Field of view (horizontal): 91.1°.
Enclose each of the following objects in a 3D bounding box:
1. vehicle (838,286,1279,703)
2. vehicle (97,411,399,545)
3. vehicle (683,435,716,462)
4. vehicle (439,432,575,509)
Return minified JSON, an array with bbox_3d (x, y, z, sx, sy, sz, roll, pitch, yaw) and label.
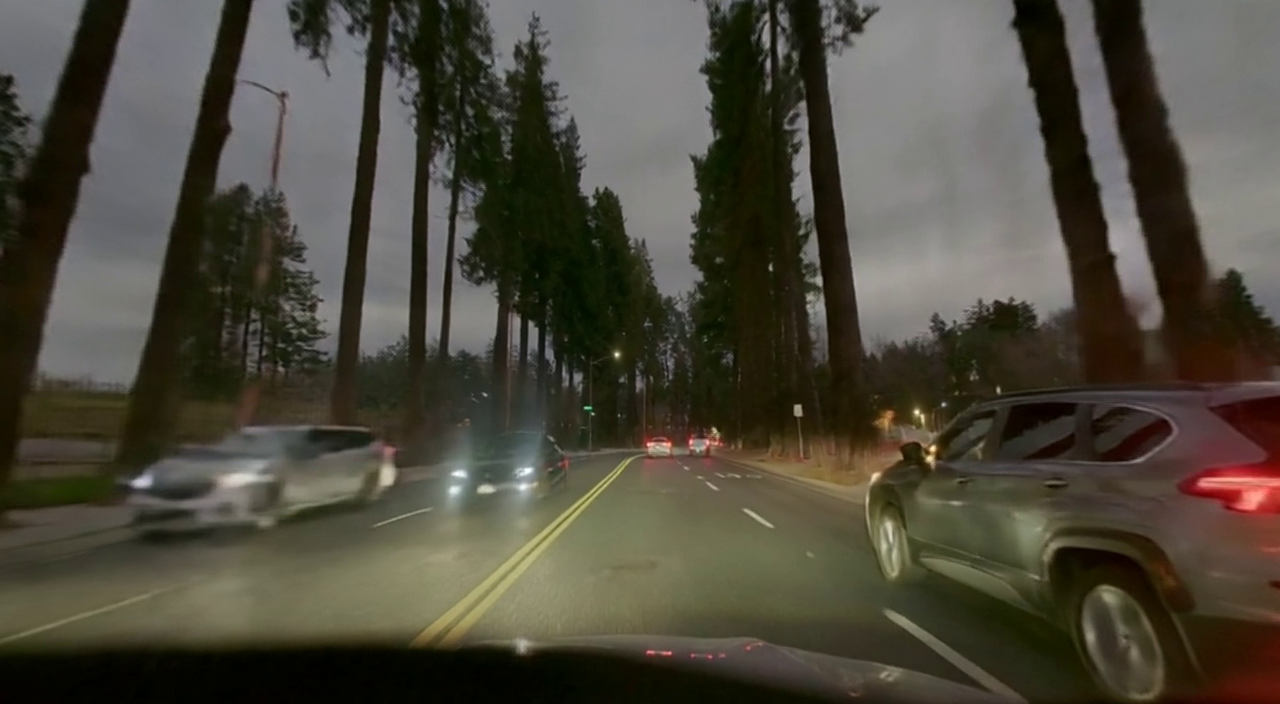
[{"bbox_3d":[3.347,1.039,4.420,2.219,1.881,5.104,0,-8,0],"label":"vehicle"},{"bbox_3d":[-6.324,2.067,11.051,2.217,1.824,4.671,0,-8,1],"label":"vehicle"},{"bbox_3d":[4.182,6.892,44.888,2.069,1.791,4.422,0,-8,2],"label":"vehicle"},{"bbox_3d":[-2.946,2.739,15.132,2.151,1.540,4.673,0,-8,1],"label":"vehicle"}]
